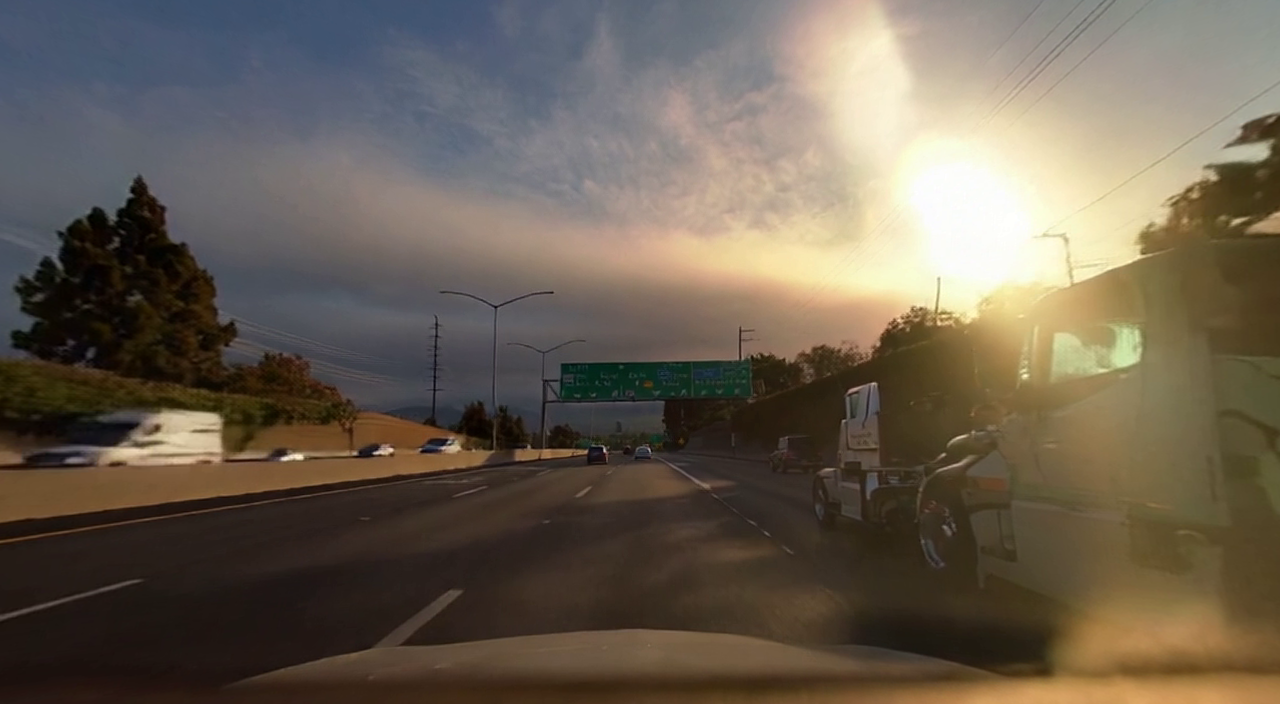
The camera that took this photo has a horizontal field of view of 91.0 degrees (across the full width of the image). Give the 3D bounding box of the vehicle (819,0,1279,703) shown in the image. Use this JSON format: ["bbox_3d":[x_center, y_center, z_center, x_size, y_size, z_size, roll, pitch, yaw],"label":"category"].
[{"bbox_3d":[3.970,-0.540,0.839,2.899,4.078,16.430,0,-8,1],"label":"vehicle"}]

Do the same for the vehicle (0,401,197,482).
[{"bbox_3d":[-14.507,2.368,16.536,2.205,1.808,4.768,0,-9,1],"label":"vehicle"}]
